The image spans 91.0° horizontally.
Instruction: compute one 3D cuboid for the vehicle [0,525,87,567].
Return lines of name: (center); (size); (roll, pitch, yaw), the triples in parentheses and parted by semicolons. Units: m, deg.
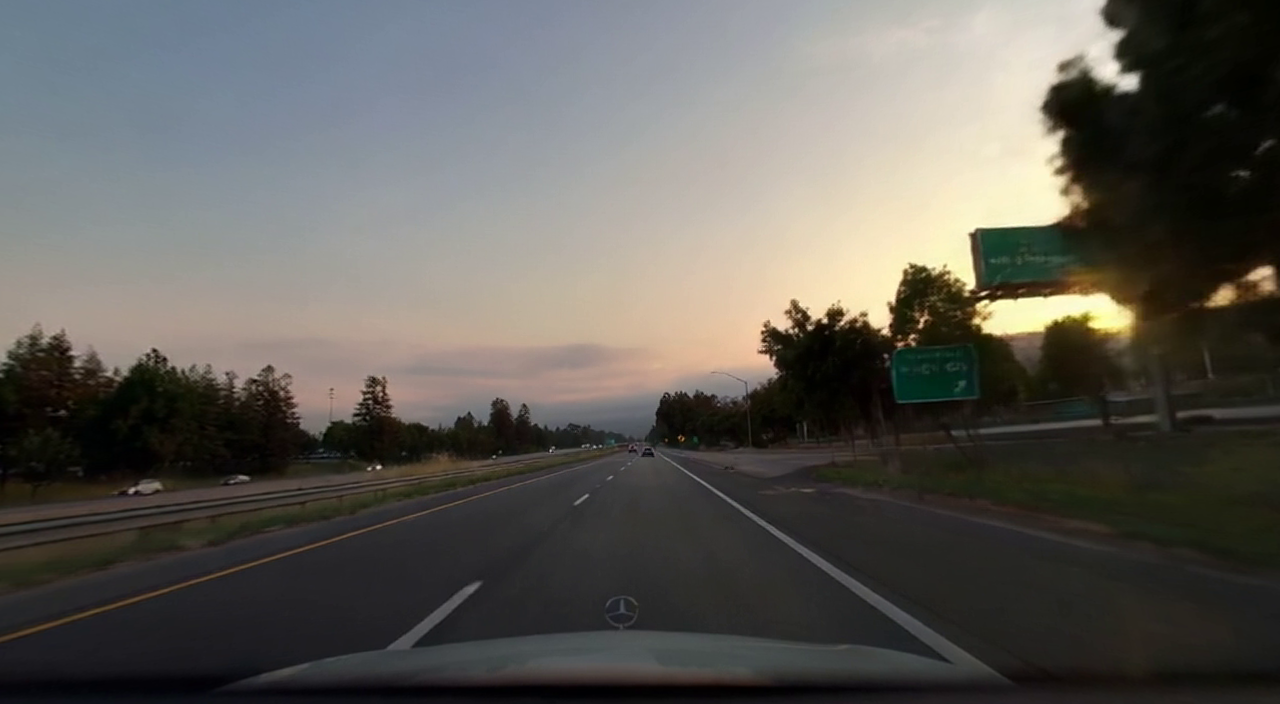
vehicle: (-30.841, 9.708, 31.577); (1.775, 1.530, 4.579); (-2, -10, 3)
